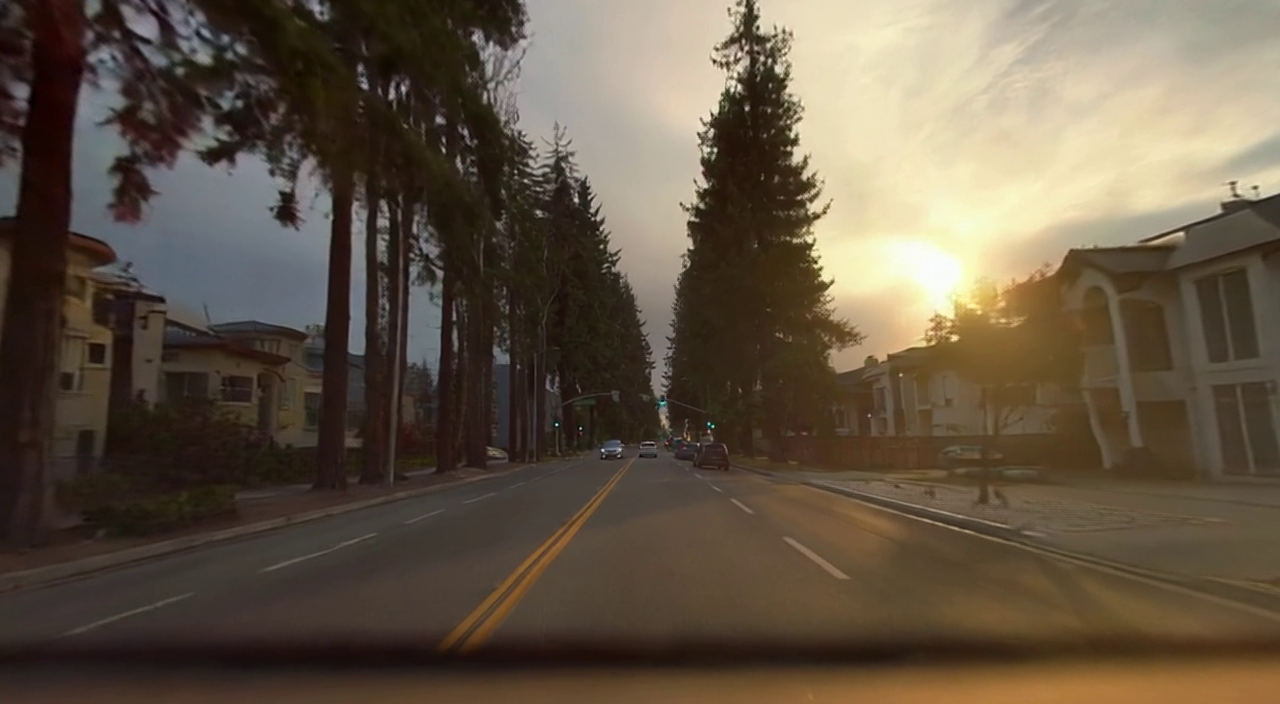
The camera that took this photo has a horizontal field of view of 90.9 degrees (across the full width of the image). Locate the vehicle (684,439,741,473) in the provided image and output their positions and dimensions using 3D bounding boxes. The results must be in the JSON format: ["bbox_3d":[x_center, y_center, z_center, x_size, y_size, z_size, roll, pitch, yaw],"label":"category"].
[{"bbox_3d":[3.365,4.964,30.366,2.078,1.488,4.741,0,-9,-1],"label":"vehicle"}]

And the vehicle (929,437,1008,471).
[{"bbox_3d":[18.030,5.618,34.779,1.831,1.778,3.787,1,-9,-9],"label":"vehicle"}]

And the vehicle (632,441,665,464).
[{"bbox_3d":[0.547,6.761,42.552,2.097,1.463,4.043,0,-9,0],"label":"vehicle"}]
